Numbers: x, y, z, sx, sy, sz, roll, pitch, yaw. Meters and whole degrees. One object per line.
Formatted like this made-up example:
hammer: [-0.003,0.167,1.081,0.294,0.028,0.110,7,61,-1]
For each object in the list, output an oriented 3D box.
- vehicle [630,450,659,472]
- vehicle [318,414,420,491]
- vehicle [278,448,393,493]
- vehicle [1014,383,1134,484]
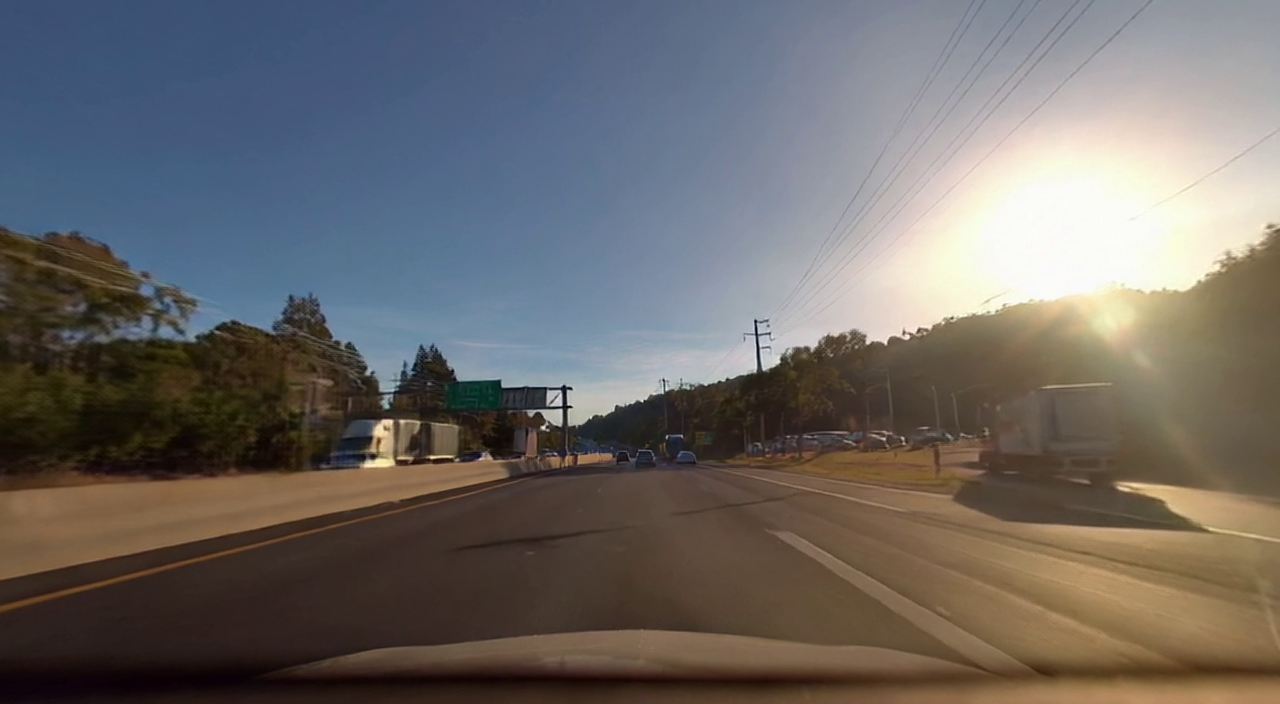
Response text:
vehicle: [0.319,8.231,47.727,2.111,1.599,3.859,0,-9,1]
vehicle: [-15.508,5.837,36.643,2.996,4.046,6.372,0,-9,0]
vehicle: [-11.298,4.412,23.825,1.950,1.505,4.757,0,-9,0]
vehicle: [21.731,4.274,32.200,3.327,4.408,8.189,-4,-10,24]
